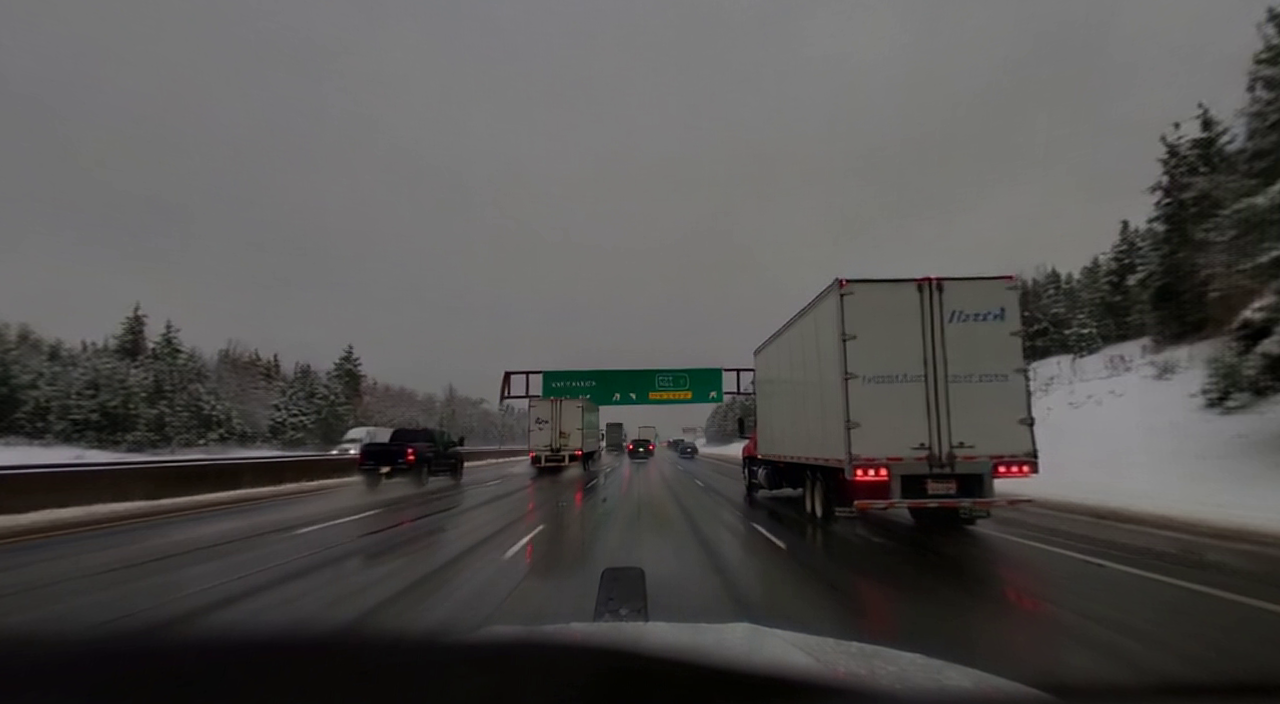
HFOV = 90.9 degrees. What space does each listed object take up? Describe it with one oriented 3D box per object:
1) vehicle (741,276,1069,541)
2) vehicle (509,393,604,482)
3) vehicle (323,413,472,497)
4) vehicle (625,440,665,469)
[{"bbox_3d":[4.027,1.260,12.084,2.895,3.484,7.631,0,-9,0],"label":"vehicle"},{"bbox_3d":[-3.208,3.636,26.464,2.745,3.156,7.608,0,-9,2],"label":"vehicle"},{"bbox_3d":[-7.129,3.120,19.443,2.322,2.195,5.556,0,-9,0],"label":"vehicle"},{"bbox_3d":[0.270,5.705,35.248,2.105,1.502,4.068,0,-9,0],"label":"vehicle"}]
